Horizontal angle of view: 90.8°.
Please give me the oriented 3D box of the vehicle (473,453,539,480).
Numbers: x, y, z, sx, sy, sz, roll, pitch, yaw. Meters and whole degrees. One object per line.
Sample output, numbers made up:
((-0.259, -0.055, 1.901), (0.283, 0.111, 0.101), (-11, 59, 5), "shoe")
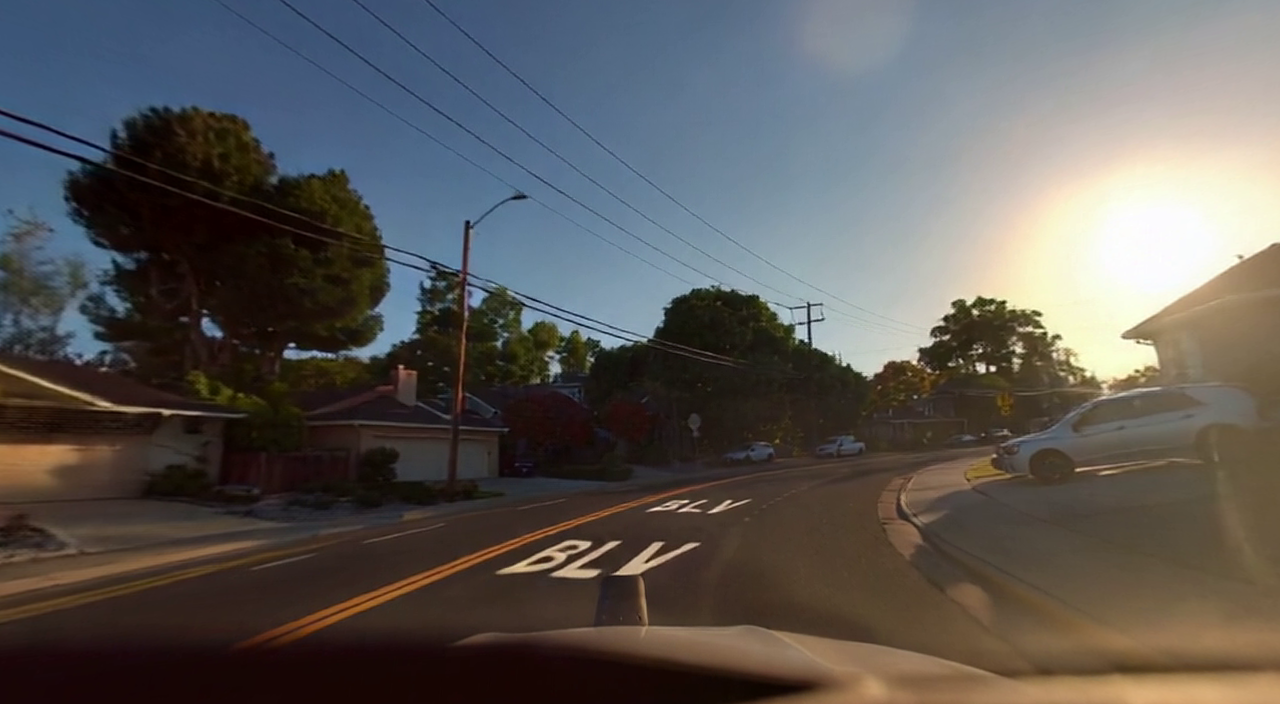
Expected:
((-8.027, 6.820, 37.749), (3.697, 1.489, 1.842), (-7, -11, 38), "vehicle")

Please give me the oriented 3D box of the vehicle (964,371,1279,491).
((9.312, 1.592, 12.395), (5.011, 2.014, 2.056), (-4, -9, 23), "vehicle")

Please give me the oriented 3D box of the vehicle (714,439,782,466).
((7.540, 7.051, 44.566), (2.155, 1.802, 4.758), (5, -10, -30), "vehicle")

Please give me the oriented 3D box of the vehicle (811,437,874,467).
((13.525, 6.722, 42.058), (2.056, 1.726, 4.463), (-13, -17, 42), "vehicle")
